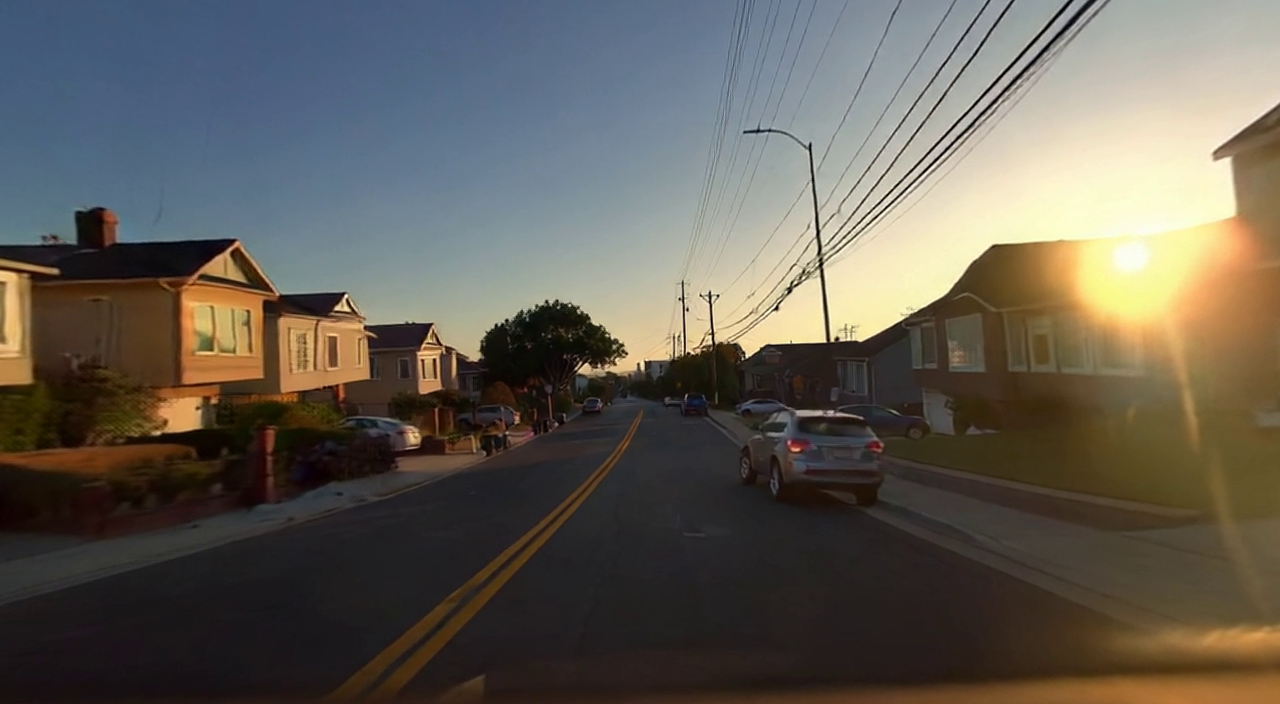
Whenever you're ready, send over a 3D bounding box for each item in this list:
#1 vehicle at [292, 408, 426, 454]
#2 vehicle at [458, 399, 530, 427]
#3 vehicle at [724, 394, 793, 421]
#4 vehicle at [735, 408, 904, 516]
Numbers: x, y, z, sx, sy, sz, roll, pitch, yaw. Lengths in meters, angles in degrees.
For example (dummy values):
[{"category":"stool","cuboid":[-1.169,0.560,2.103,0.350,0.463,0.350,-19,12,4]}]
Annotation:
[{"category":"vehicle","cuboid":[-11.481,3.299,25.955,4.525,1.797,2.024,-1,-9,5]},{"category":"vehicle","cuboid":[-10.366,4.340,44.747,4.484,1.538,1.901,4,-7,5]},{"category":"vehicle","cuboid":[8.925,4.221,47.588,4.893,1.642,1.874,-3,-9,5]},{"category":"vehicle","cuboid":[3.493,2.142,13.400,2.211,1.860,4.813,0,-5,0]}]
